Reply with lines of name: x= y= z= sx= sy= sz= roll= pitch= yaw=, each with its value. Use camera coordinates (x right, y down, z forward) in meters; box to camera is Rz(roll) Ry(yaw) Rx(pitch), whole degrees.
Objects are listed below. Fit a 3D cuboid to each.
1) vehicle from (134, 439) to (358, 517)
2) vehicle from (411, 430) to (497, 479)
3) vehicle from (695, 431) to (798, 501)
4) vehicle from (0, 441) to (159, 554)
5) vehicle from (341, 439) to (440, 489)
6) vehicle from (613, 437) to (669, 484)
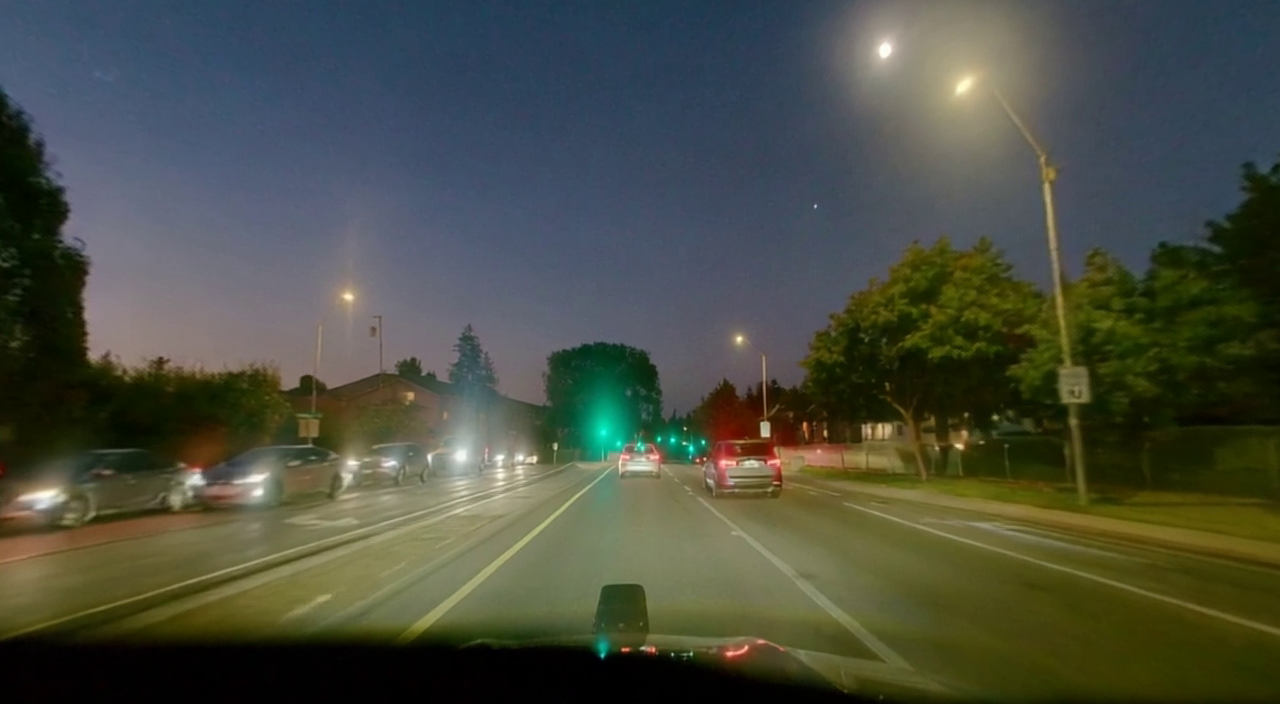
vehicle: x=-8.966 y=2.894 z=15.081 sx=2.140 sy=1.510 sz=5.005 roll=0 pitch=-9 yaw=0
vehicle: x=-8.983 y=5.043 z=31.285 sx=2.037 sy=2.113 sz=7.185 roll=0 pitch=-9 yaw=0
vehicle: x=2.977 y=3.298 z=18.666 sx=2.166 sy=1.799 sz=4.372 roll=0 pitch=-9 yaw=-1
vehicle: x=-9.002 y=1.933 z=8.518 sx=1.786 sy=1.422 sz=4.021 roll=0 pitch=-9 yaw=1
vehicle: x=-9.224 y=4.145 z=23.703 sx=1.988 sy=1.663 sz=4.316 roll=0 pitch=-9 yaw=-1
vehicle: x=0.006 y=4.599 z=27.029 sx=2.185 sy=1.822 sz=4.391 roll=0 pitch=-9 yaw=-1
